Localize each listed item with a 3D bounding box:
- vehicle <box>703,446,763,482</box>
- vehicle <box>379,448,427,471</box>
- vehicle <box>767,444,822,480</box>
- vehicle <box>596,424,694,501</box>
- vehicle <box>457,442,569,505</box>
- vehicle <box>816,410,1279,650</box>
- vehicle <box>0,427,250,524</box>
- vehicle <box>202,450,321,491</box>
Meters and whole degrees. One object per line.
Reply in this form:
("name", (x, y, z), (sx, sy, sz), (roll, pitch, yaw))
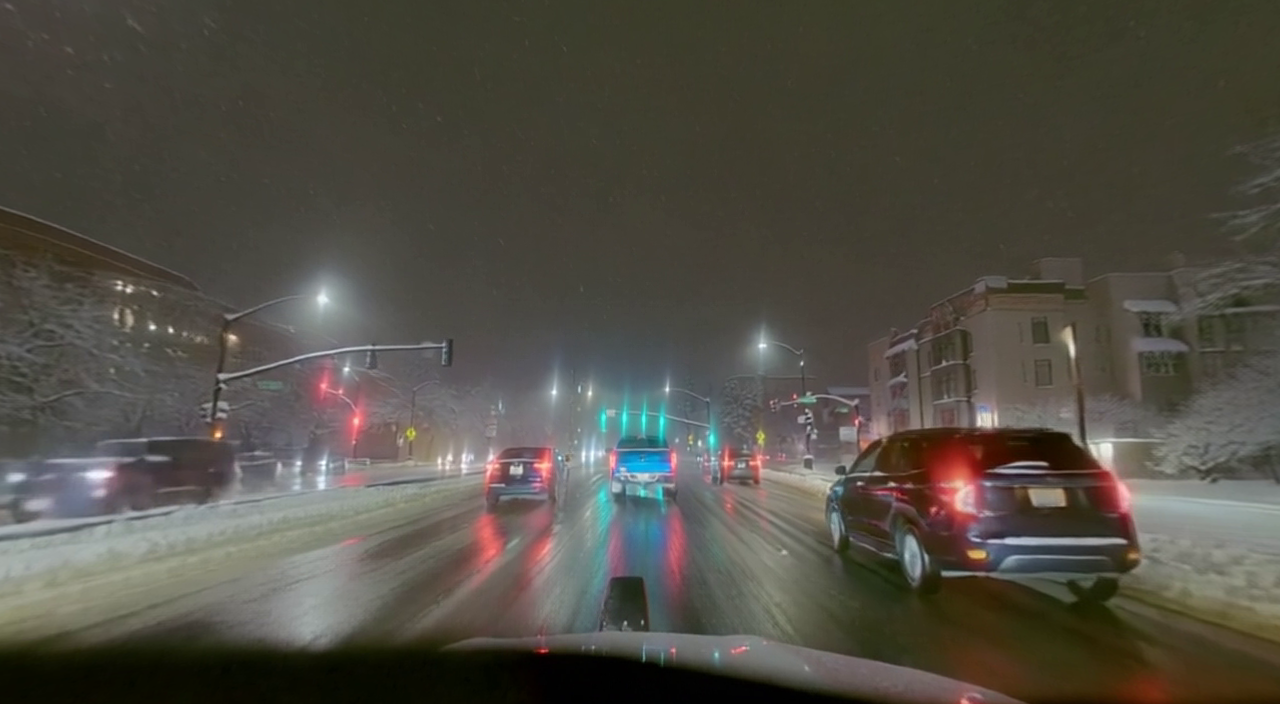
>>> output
("vehicle", (4.054, 4.975, 28.301), (1.968, 1.472, 4.456), (0, -8, 0))
("vehicle", (-18.450, 8.391, 49.355), (2.025, 1.625, 4.527), (0, -8, 0))
("vehicle", (8.725, 6.225, 35.994), (2.126, 1.820, 4.521), (2, -8, 2))
("vehicle", (0.111, 3.185, 18.558), (2.493, 1.934, 4.957), (0, -8, 0))
("vehicle", (-3.239, 3.179, 17.041), (1.986, 1.465, 4.509), (0, -8, 2))
("vehicle", (3.378, 1.525, 6.461), (1.955, 1.628, 4.152), (0, -8, 0))
("vehicle", (-11.742, 2.732, 14.589), (2.150, 1.838, 4.981), (0, -8, 1))
("vehicle", (-15.101, 4.714, 25.501), (1.897, 1.461, 4.602), (0, -8, 1))
